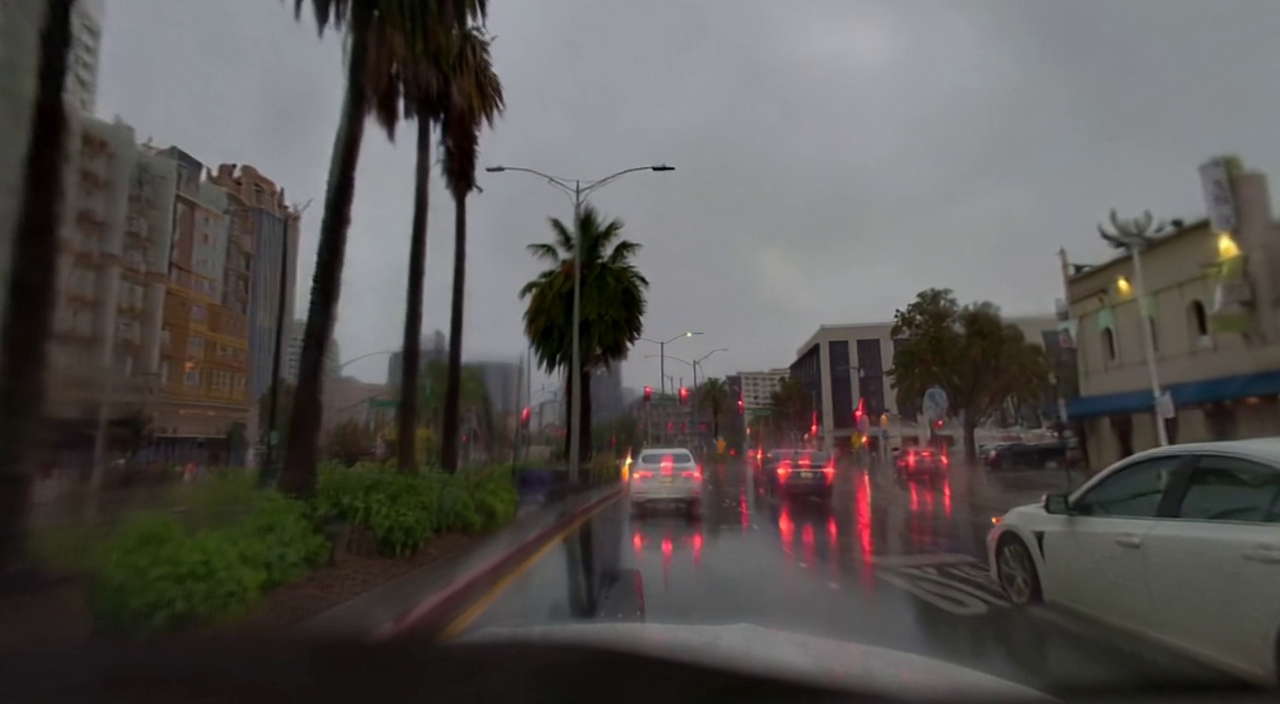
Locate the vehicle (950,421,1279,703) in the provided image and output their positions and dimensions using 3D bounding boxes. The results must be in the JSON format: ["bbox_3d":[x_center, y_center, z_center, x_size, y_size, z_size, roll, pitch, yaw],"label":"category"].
[{"bbox_3d":[3.857,1.186,3.747,1.913,1.469,4.425,-1,-9,2],"label":"vehicle"}]

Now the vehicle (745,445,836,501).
[{"bbox_3d":[4.393,3.580,19.181,1.920,1.490,4.417,-1,-9,4],"label":"vehicle"}]

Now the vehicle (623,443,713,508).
[{"bbox_3d":[0.785,3.177,16.674,2.078,1.503,3.681,-1,-9,4],"label":"vehicle"}]
